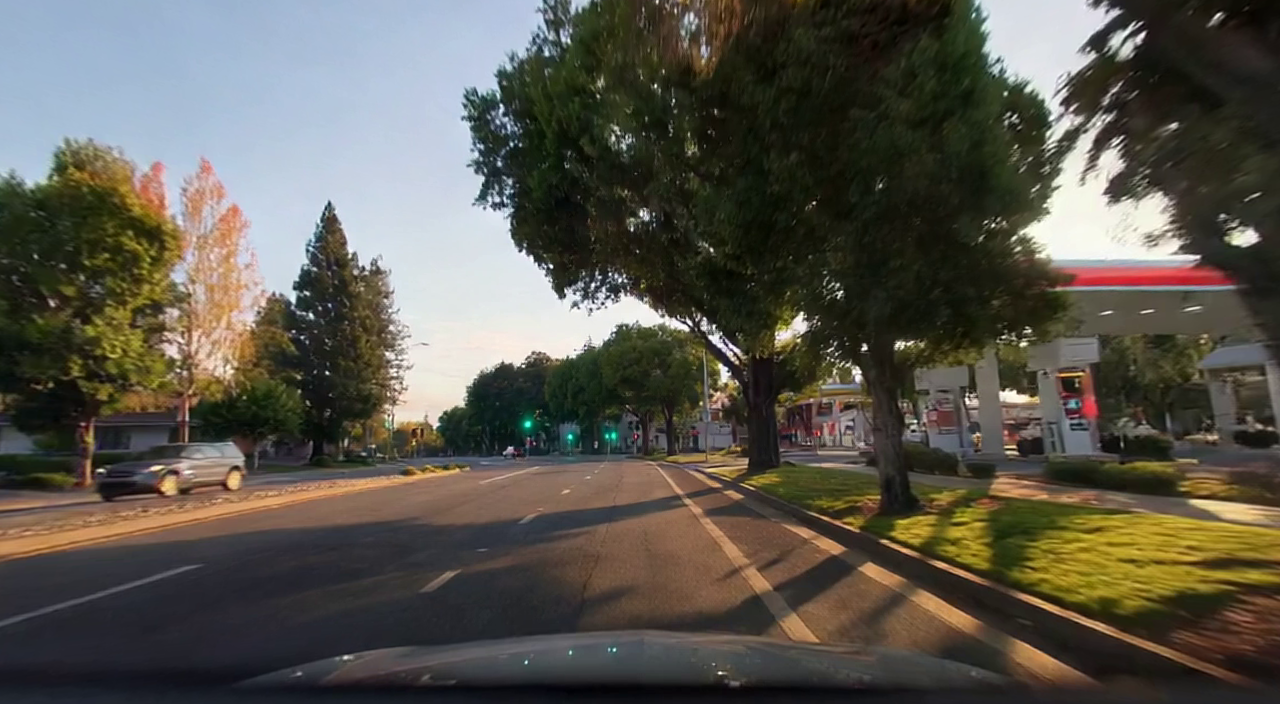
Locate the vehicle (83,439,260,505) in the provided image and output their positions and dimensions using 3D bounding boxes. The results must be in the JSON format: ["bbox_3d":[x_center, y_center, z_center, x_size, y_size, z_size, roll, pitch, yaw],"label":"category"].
[{"bbox_3d":[-14.679,3.748,20.199,1.995,1.808,4.759,0,-9,0],"label":"vehicle"}]
